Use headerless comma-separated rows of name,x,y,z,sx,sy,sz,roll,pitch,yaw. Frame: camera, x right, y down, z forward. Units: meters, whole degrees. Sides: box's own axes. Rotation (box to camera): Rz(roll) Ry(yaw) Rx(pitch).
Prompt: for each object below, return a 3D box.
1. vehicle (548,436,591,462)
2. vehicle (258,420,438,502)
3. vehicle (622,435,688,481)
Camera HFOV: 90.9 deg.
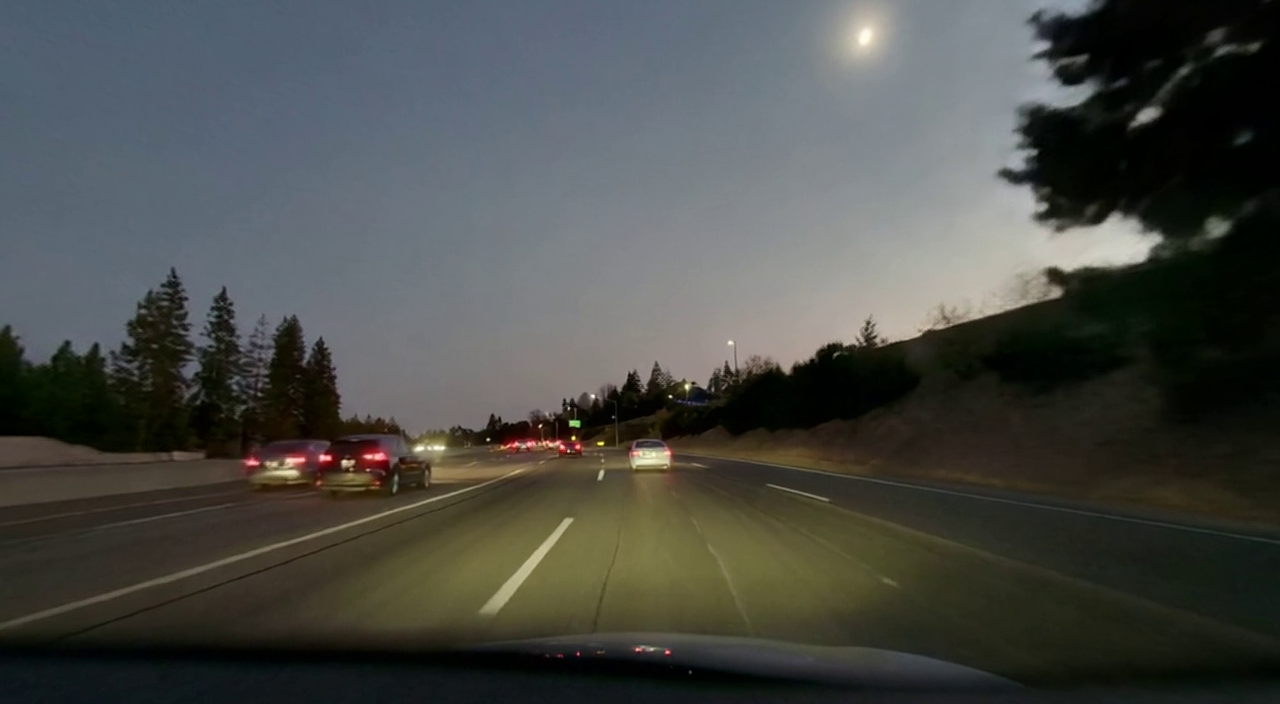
vehicle,-4.297,6.017,39.252,2.246,1.519,4.980,0,-8,-2
vehicle,-6.838,2.613,15.502,2.221,1.693,4.631,0,-8,0
vehicle,0.428,3.632,21.871,2.051,1.444,3.927,0,-8,-1
